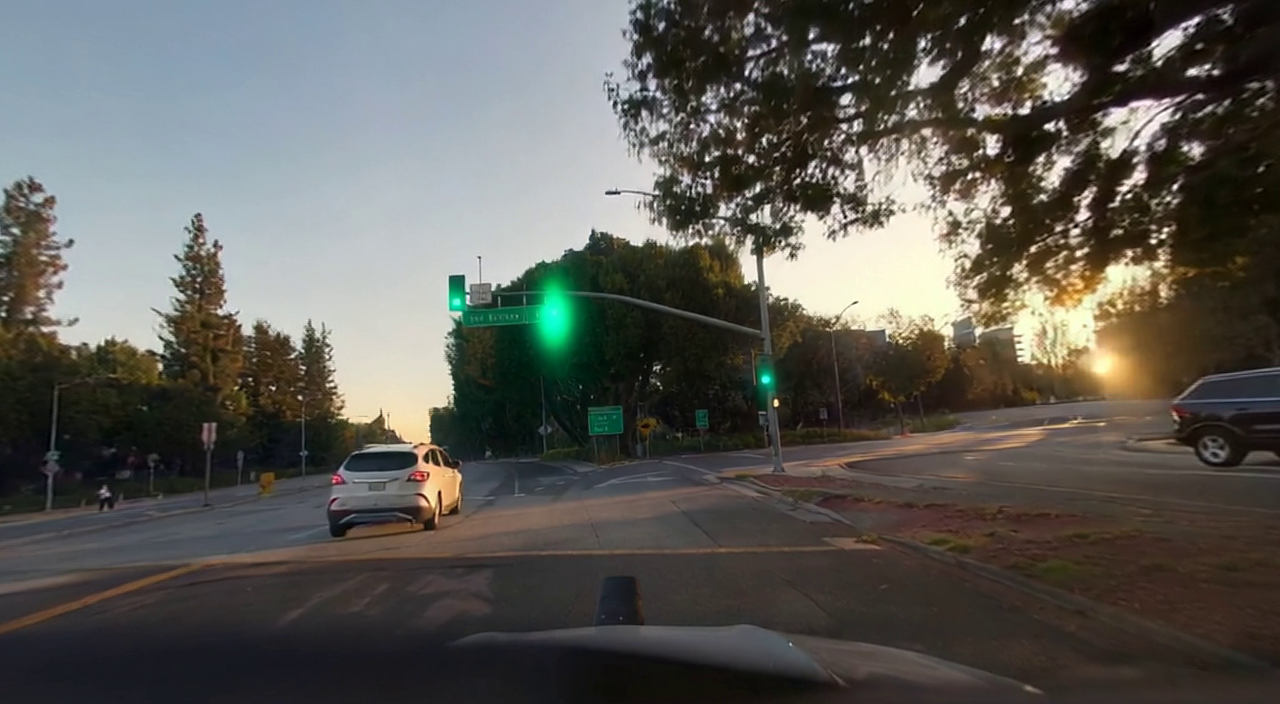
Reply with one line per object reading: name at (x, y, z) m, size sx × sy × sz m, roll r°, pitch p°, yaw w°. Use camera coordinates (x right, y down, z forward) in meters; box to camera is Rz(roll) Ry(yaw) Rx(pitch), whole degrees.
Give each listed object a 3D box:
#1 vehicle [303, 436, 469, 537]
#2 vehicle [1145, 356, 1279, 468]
vehicle at (-4.992, 2.666, 13.236) m, size 2.134 × 1.707 × 4.471 m, roll 1°, pitch -9°, yaw -8°
vehicle at (10.607, 0.916, 9.933) m, size 1.855 × 1.669 × 4.529 m, roll -5°, pitch -9°, yaw 6°
